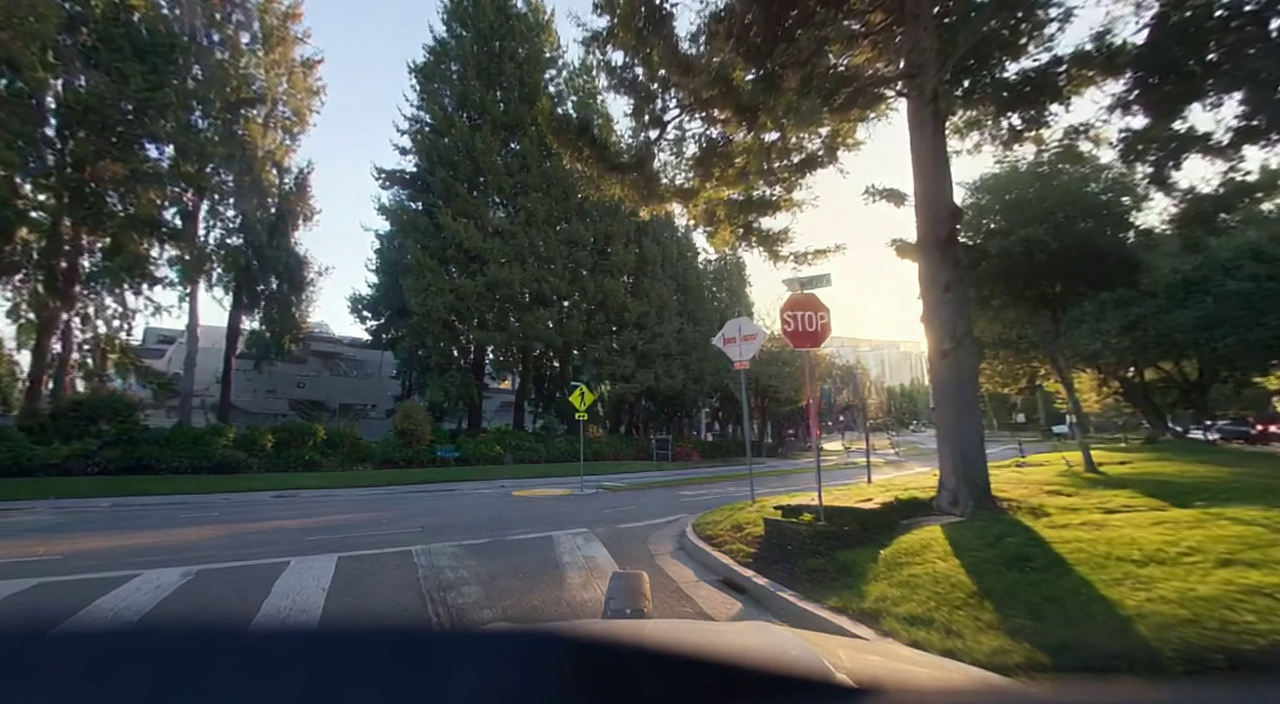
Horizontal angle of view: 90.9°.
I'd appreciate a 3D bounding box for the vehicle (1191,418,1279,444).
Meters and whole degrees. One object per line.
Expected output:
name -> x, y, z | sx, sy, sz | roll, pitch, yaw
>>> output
vehicle -> 42.754, 5.626, 44.763 | 5.199, 1.776, 1.986 | -1, -8, 3
